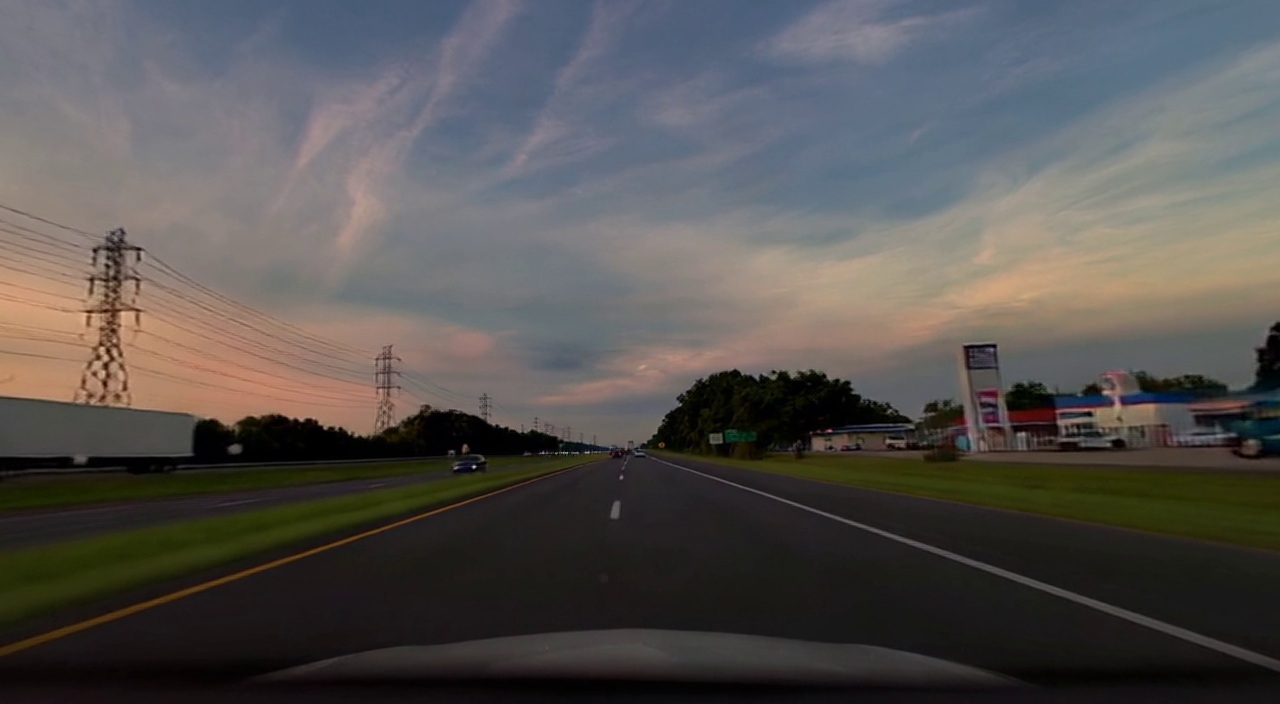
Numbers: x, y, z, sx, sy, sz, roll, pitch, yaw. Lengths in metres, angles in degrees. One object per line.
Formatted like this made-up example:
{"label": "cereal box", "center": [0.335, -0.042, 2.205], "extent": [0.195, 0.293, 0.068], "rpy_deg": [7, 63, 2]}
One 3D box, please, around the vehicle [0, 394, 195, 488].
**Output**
{"label": "vehicle", "center": [-29.370, 4.560, 31.979], "extent": [2.875, 4.046, 15.435], "rpy_deg": [-2, -8, -2]}
